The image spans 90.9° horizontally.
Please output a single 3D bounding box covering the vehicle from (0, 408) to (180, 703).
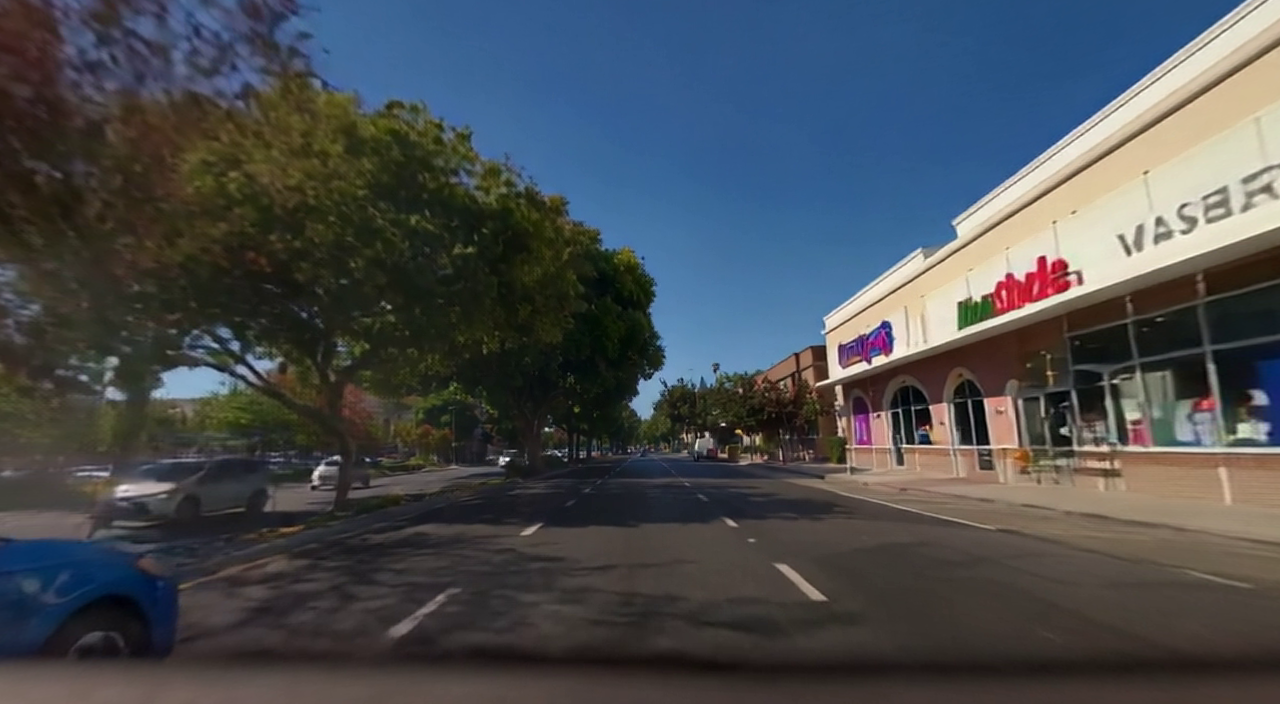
[{"bbox_3d":[-3.082,0.677,0.406,2.082,1.460,4.636,0,-9,0],"label":"vehicle"}]

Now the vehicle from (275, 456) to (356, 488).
[{"bbox_3d":[-18.226,6.759,35.713,2.054,1.534,4.704,-2,-9,0],"label":"vehicle"}]
